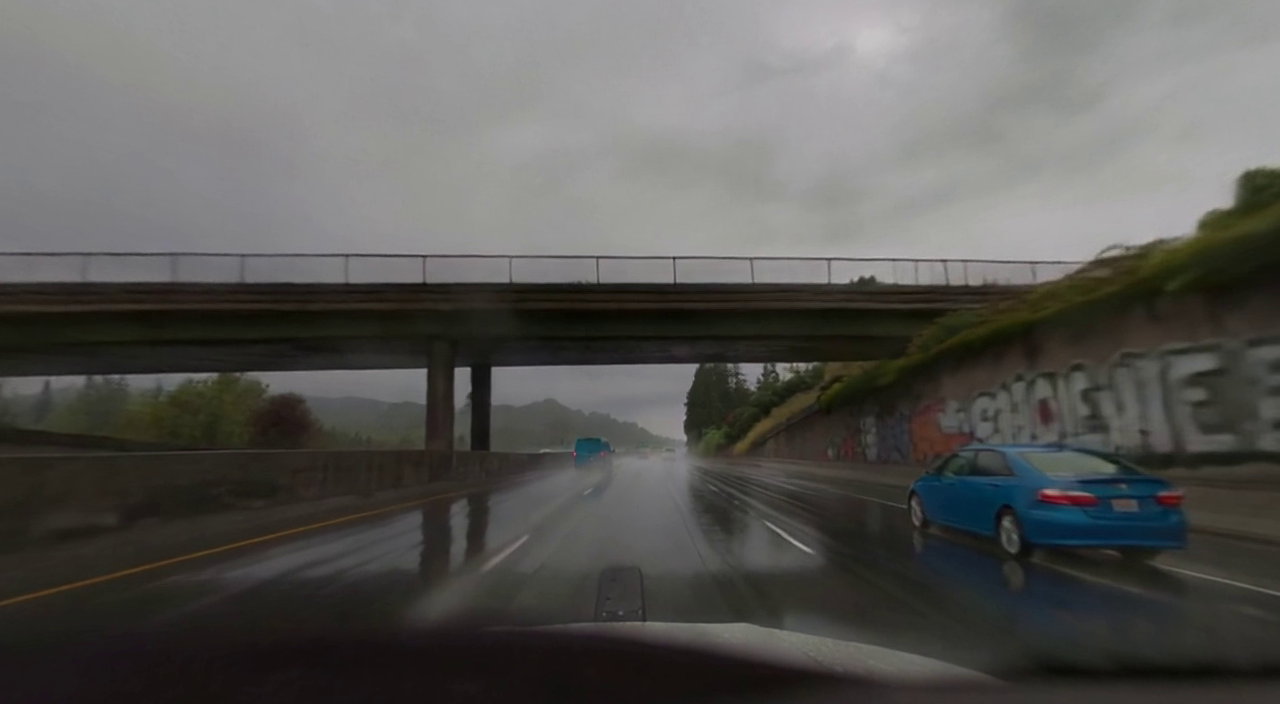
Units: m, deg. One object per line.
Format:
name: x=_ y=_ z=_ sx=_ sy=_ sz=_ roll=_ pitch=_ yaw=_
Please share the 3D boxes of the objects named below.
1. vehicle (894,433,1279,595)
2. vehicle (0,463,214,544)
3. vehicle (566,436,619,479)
vehicle: x=5.284 y=1.871 z=8.286 sx=1.972 sy=1.492 sz=4.623 roll=0 pitch=-9 yaw=0
vehicle: x=-12.193 y=3.320 z=14.405 sx=1.912 sy=1.440 sz=4.266 roll=0 pitch=-9 yaw=1
vehicle: x=-2.359 y=5.475 z=33.045 sx=2.310 sy=2.030 sz=5.094 roll=0 pitch=-9 yaw=1
